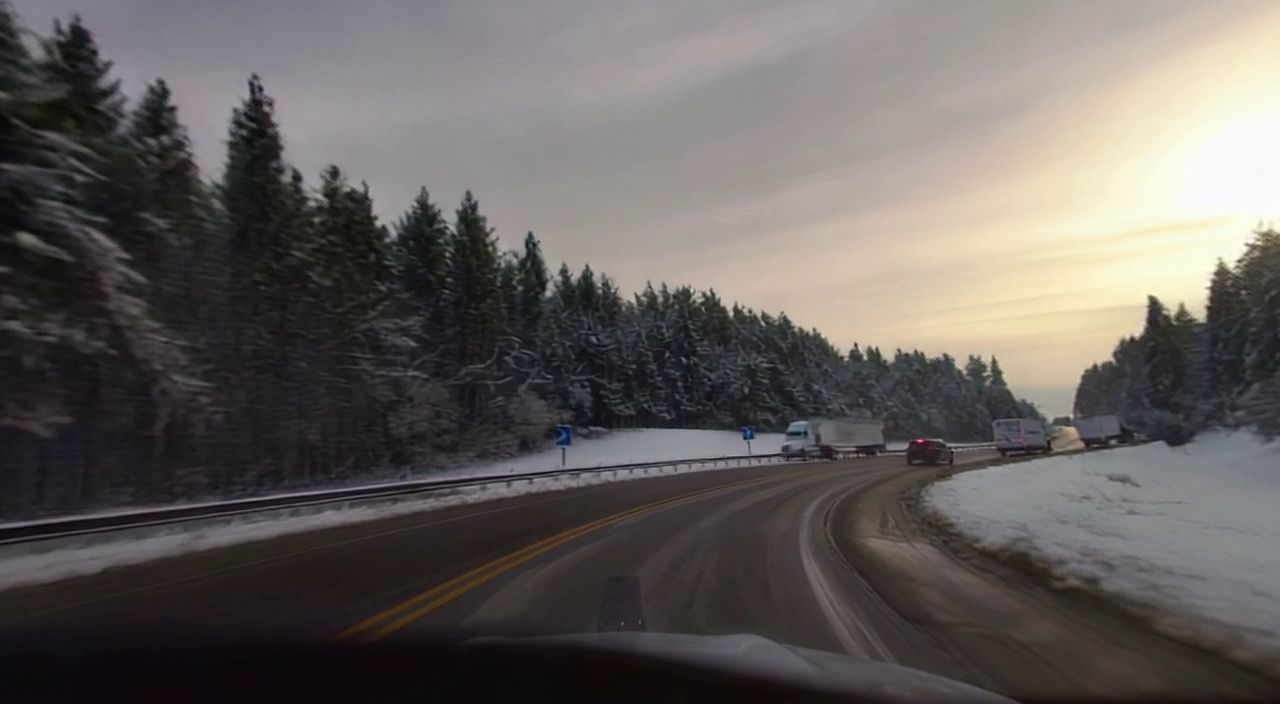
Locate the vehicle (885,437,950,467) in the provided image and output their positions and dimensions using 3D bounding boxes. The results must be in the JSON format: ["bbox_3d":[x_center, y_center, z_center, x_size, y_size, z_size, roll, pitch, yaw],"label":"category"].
[{"bbox_3d":[16.303,5.861,36.962,2.221,1.674,4.325,-8,-12,40],"label":"vehicle"}]
